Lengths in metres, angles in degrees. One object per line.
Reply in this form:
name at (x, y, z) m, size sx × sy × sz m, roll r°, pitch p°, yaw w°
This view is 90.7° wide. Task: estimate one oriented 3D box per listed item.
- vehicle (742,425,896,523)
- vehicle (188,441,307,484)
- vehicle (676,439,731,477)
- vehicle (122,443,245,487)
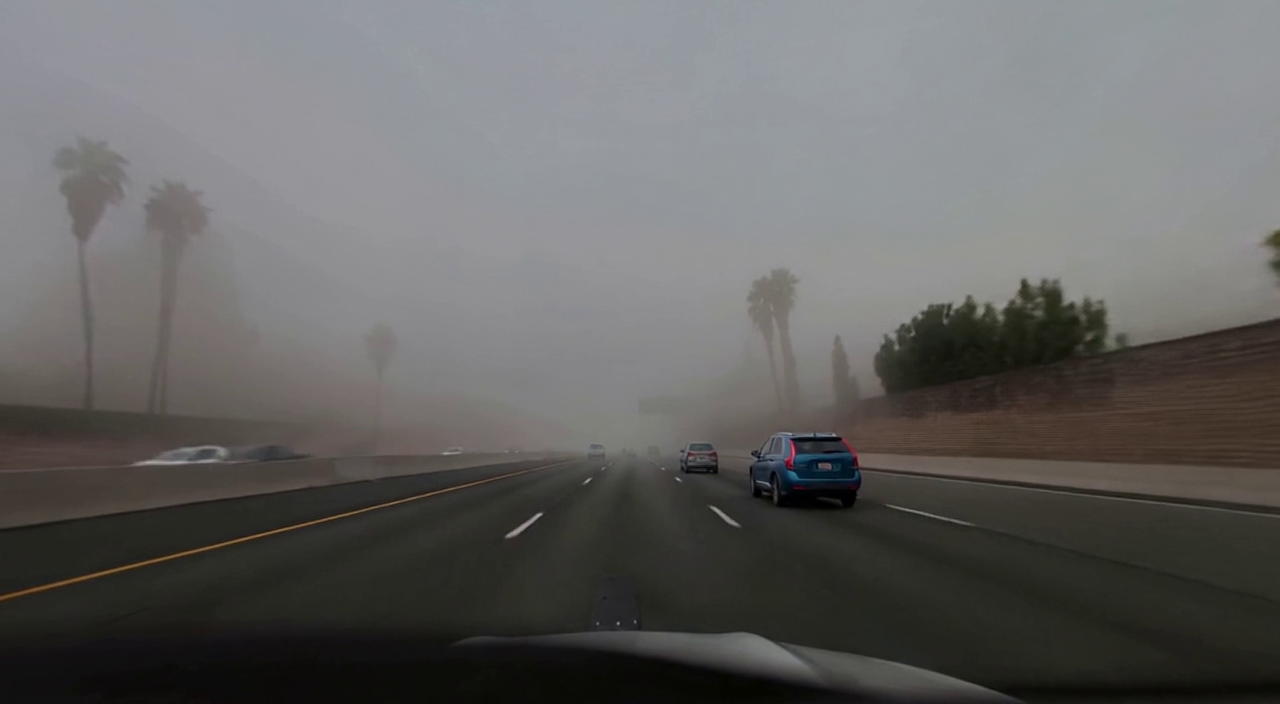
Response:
vehicle at (3.477, 2.444, 13.229) m, size 1.910 × 1.696 × 4.187 m, roll 0°, pitch -9°, yaw -1°
vehicle at (-16.223, 4.571, 26.526) m, size 2.013 × 1.624 × 4.630 m, roll 0°, pitch -9°, yaw 0°
vehicle at (2.954, 5.064, 30.468) m, size 2.045 × 1.688 × 4.313 m, roll 0°, pitch -9°, yaw -2°
vehicle at (-20.062, 4.938, 28.120) m, size 2.003 × 1.762 × 4.668 m, roll 0°, pitch -9°, yaw -1°
